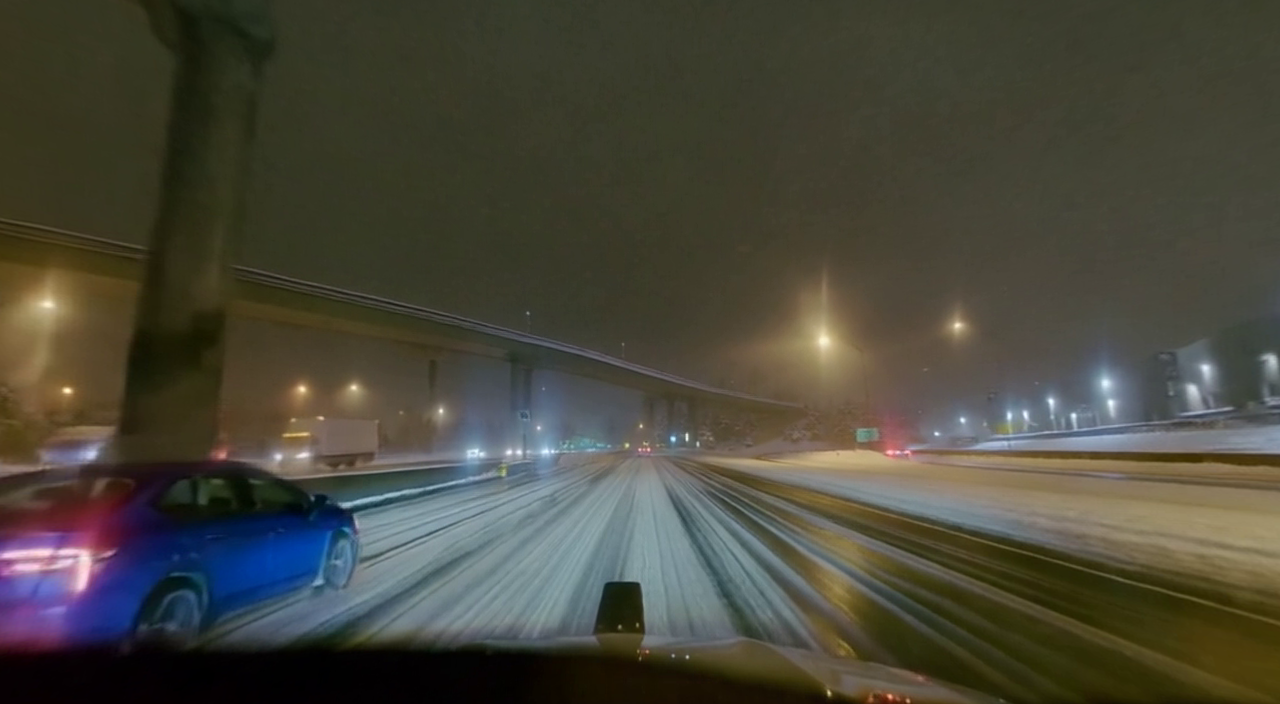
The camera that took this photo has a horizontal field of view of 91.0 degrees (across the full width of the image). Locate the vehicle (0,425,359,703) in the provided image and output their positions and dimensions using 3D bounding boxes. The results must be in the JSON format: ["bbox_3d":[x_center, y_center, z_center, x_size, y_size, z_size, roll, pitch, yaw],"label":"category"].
[{"bbox_3d":[-3.819,1.247,3.983,2.044,1.478,4.114,0,-9,2],"label":"vehicle"}]
